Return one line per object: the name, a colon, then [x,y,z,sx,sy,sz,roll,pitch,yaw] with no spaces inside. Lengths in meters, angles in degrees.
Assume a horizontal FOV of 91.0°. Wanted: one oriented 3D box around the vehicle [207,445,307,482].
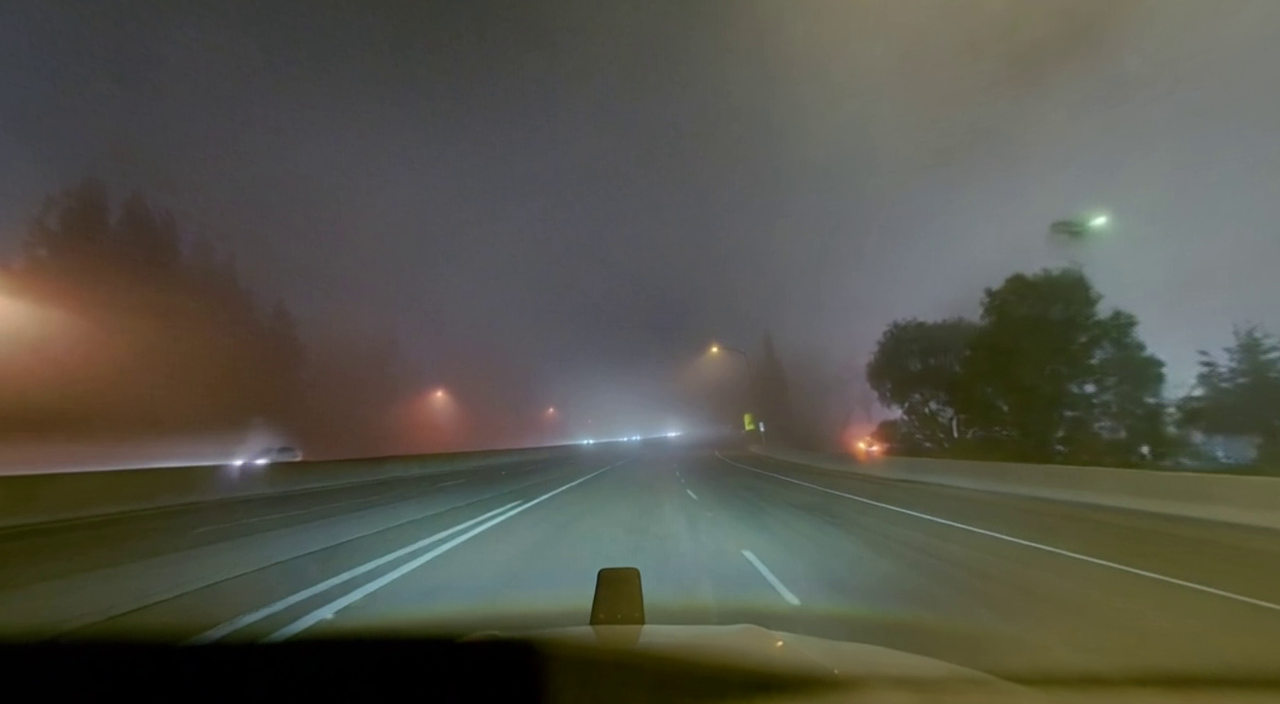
vehicle: [-21.318,6.183,35.358,2.282,1.884,4.847,-1,-9,4]
